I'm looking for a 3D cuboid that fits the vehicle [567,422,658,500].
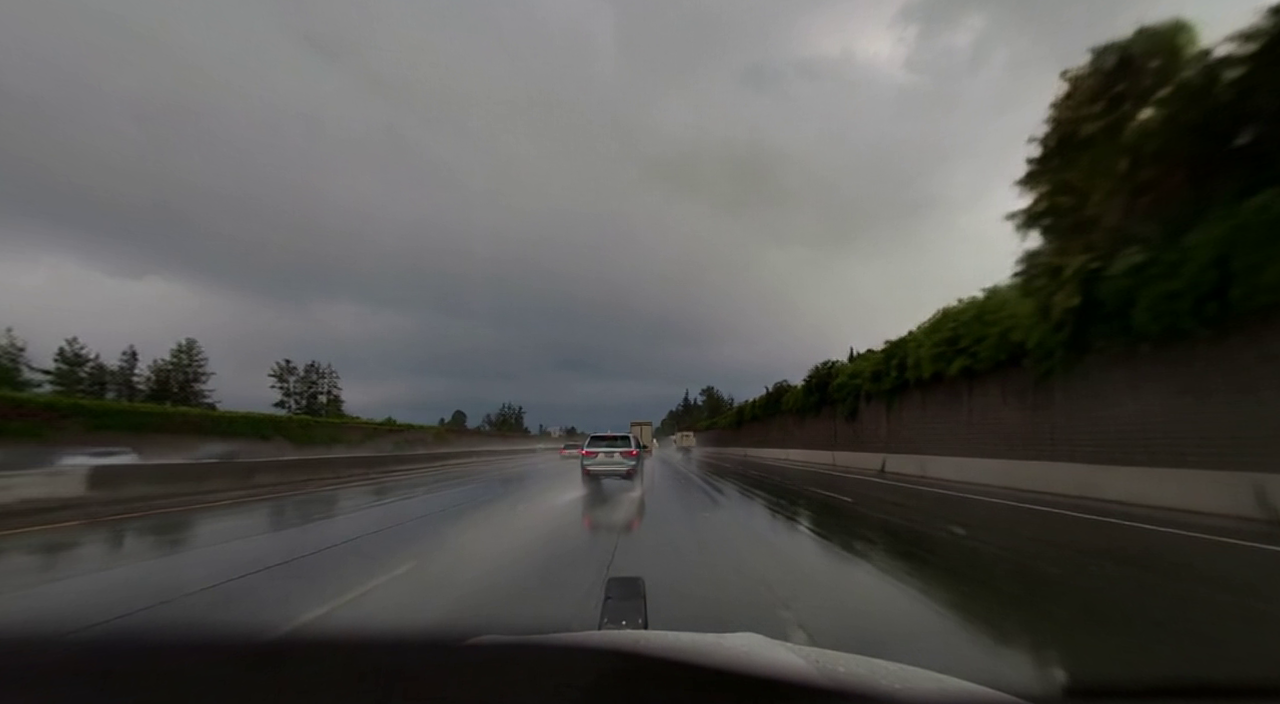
[{"bbox_3d":[-0.603,2.868,16.977,2.114,1.787,4.365,0,-8,1],"label":"vehicle"}]
